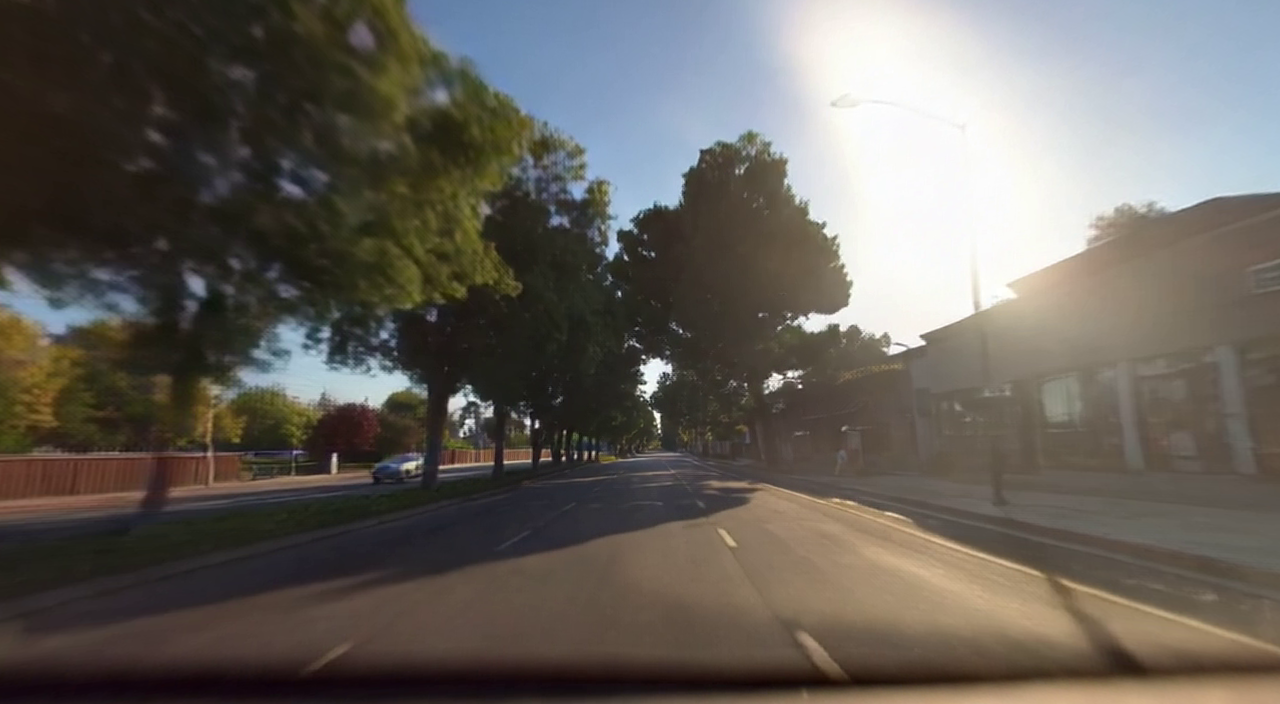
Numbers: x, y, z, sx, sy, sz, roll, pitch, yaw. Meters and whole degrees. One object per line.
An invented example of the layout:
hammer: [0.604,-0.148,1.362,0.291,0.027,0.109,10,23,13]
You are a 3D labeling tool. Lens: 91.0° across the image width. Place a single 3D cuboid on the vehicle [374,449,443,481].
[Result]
vehicle: [-13.042,6.377,35.821,2.094,1.638,4.477,-1,-9,2]
